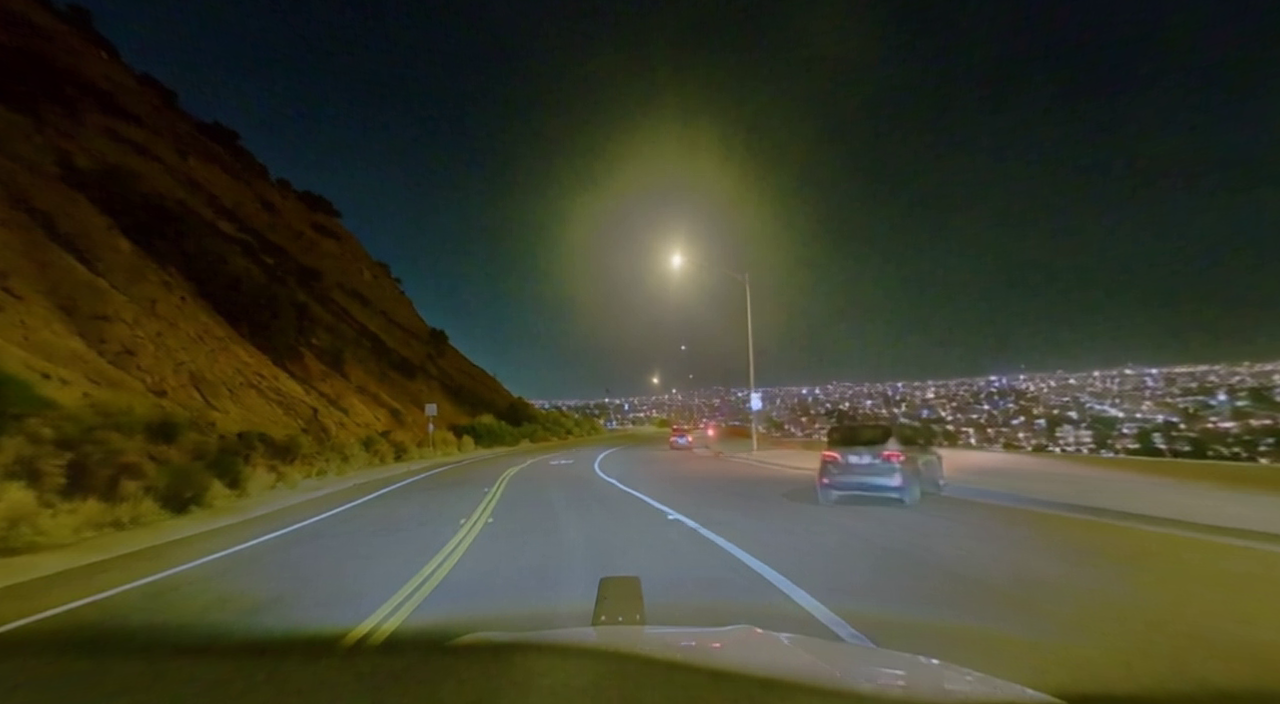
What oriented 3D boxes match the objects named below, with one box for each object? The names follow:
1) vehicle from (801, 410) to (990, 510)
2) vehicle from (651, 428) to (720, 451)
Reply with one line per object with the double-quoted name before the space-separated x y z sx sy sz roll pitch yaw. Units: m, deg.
"vehicle" 5.367 2.138 12.956 2.064 1.667 4.453 -8 -11 42
"vehicle" 3.338 6.278 45.619 4.963 1.585 2.155 6 -10 -42
